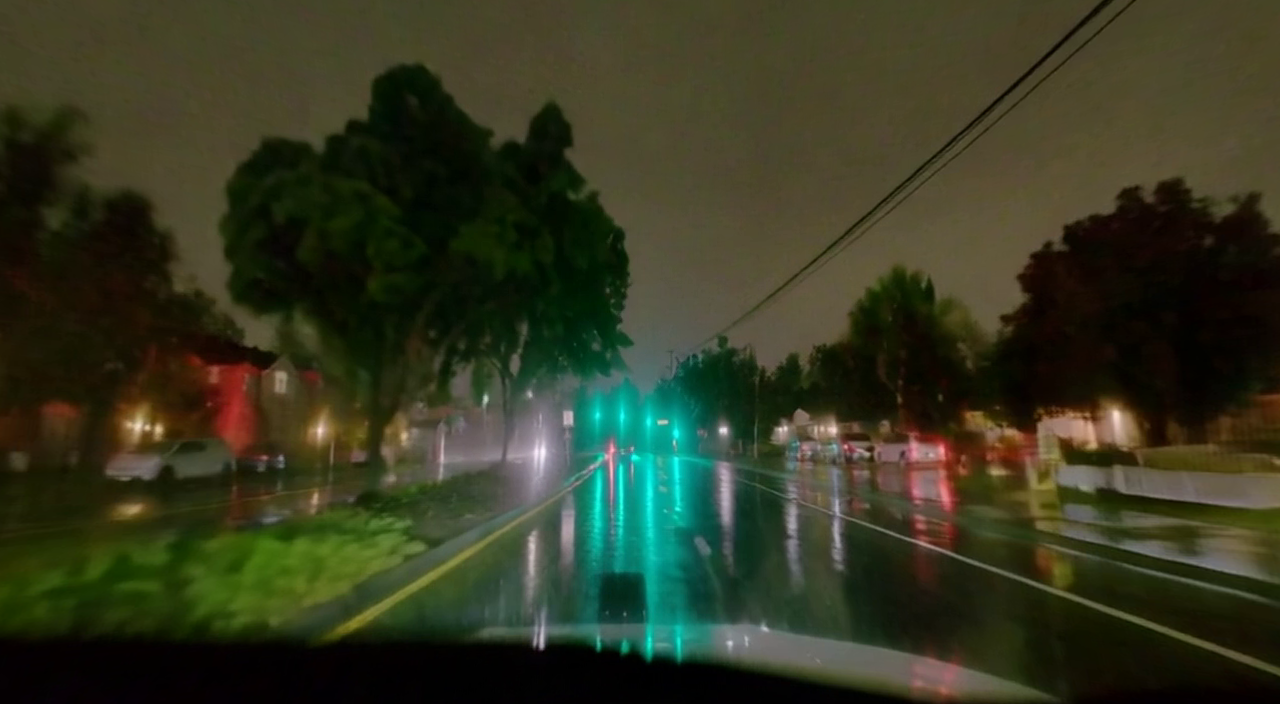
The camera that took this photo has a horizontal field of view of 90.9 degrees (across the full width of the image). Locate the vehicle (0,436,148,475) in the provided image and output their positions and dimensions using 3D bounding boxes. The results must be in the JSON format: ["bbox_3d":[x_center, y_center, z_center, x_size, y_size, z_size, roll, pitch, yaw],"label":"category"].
[{"bbox_3d":[-23.326,4.256,26.081,4.184,1.528,1.990,1,-8,-3],"label":"vehicle"}]

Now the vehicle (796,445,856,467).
[{"bbox_3d":[11.198,6.305,38.324,2.015,1.231,4.748,0,-8,-2],"label":"vehicle"}]

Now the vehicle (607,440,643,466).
[{"bbox_3d":[-0.942,6.223,39.029,2.113,1.462,4.203,0,-8,-2],"label":"vehicle"}]

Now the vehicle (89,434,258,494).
[{"bbox_3d":[-15.145,3.646,20.904,2.042,1.748,4.584,0,-8,0],"label":"vehicle"}]

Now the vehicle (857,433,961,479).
[{"bbox_3d":[11.432,4.440,27.246,2.147,1.767,5.125,0,-8,-1],"label":"vehicle"}]

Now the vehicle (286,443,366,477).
[{"bbox_3d":[-15.346,5.265,31.061,1.884,1.540,3.927,0,-8,0],"label":"vehicle"}]

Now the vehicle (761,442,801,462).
[{"bbox_3d":[10.940,7.790,49.119,1.839,1.445,4.484,0,-8,-3],"label":"vehicle"}]
